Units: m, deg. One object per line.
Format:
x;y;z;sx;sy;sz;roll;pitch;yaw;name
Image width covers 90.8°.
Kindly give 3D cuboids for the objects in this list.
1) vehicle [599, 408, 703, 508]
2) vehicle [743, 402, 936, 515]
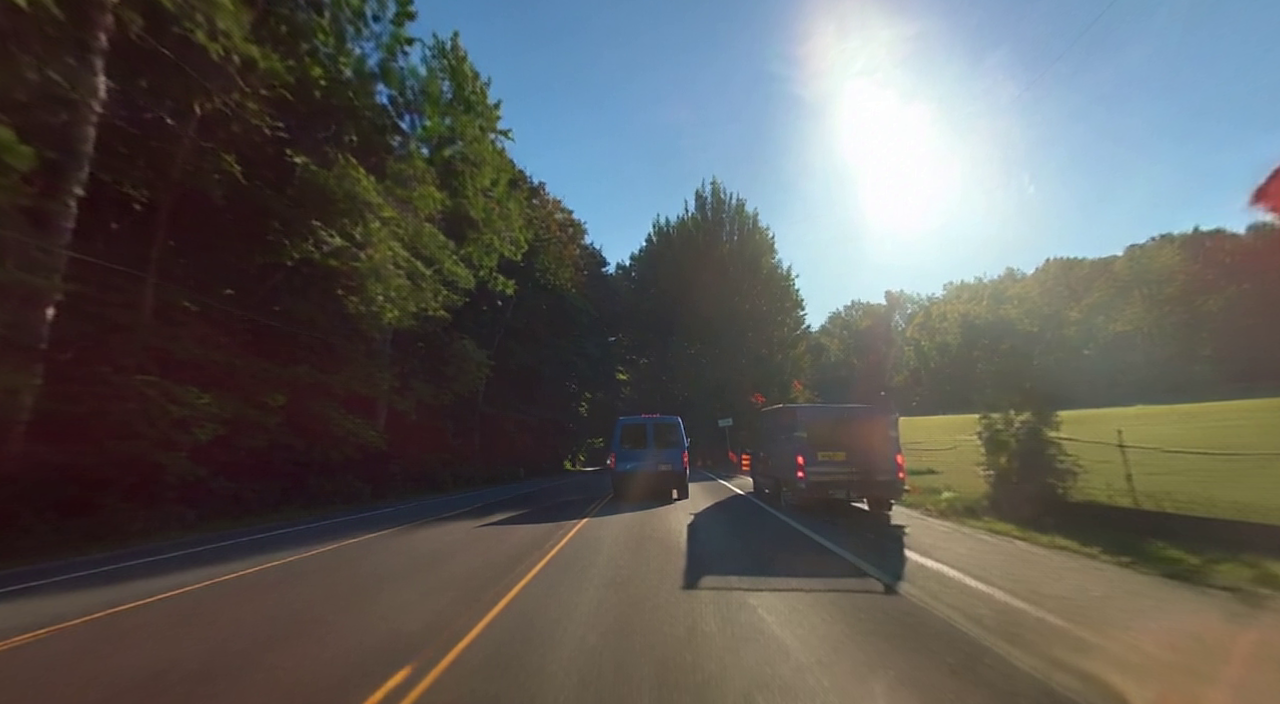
0.459;2.782;16.966;2.362;2.247;4.892;-1;-9;5;vehicle
4.259;2.517;15.440;2.833;2.033;7.668;-1;-9;5;vehicle
